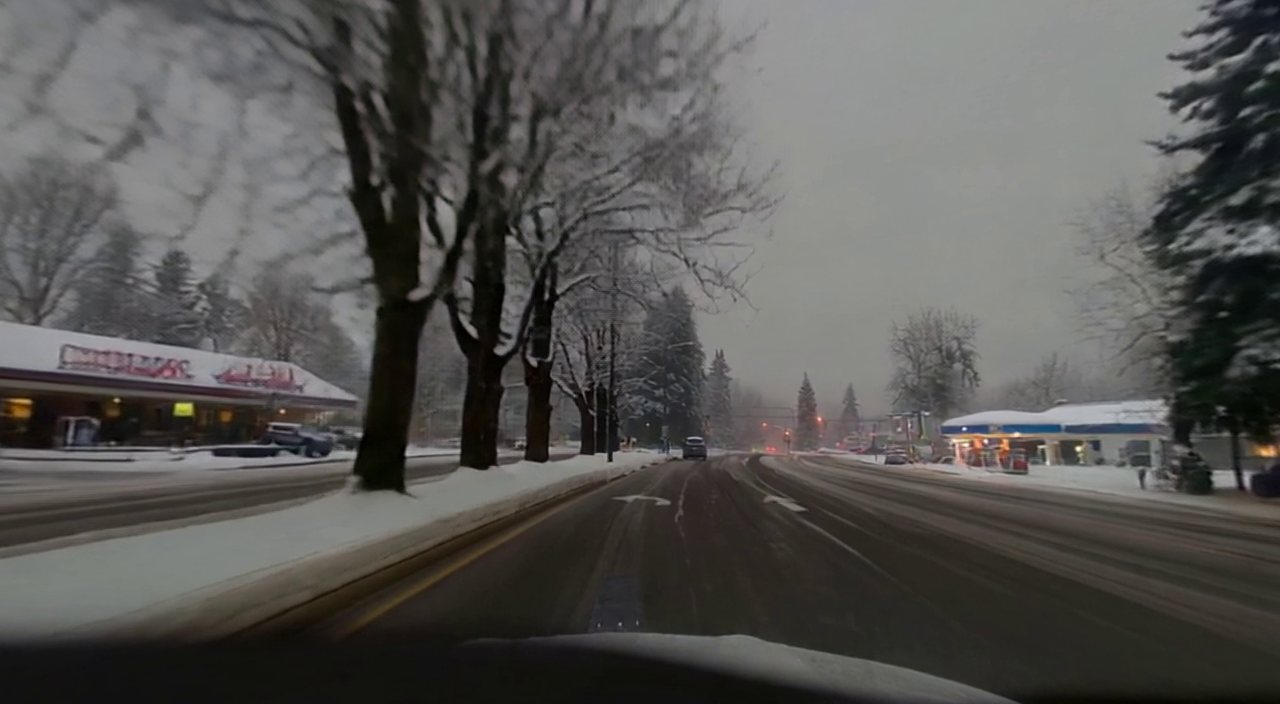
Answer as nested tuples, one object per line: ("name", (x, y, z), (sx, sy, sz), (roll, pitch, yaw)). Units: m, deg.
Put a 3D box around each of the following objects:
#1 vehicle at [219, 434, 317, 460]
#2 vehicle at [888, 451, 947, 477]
("vehicle", (-20.711, 5.296, 35.270), (4.343, 1.379, 1.851), (-1, -9, 6))
("vehicle", (17.225, 6.963, 39.424), (2.099, 1.464, 4.615), (-1, -9, 8))
